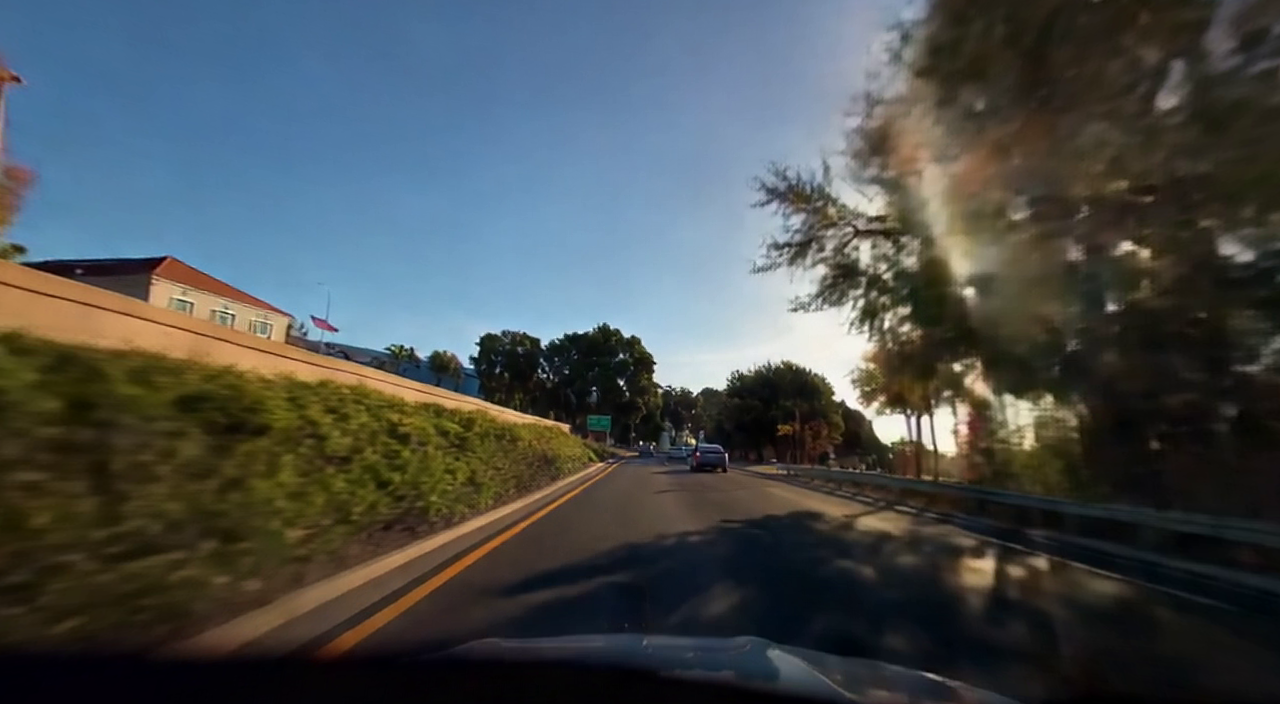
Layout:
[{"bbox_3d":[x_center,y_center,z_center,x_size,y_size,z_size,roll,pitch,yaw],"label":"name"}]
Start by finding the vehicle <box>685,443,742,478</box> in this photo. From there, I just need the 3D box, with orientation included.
[{"bbox_3d":[3.305,4.975,29.318,1.956,1.473,4.640,0,-8,-2],"label":"vehicle"}]
